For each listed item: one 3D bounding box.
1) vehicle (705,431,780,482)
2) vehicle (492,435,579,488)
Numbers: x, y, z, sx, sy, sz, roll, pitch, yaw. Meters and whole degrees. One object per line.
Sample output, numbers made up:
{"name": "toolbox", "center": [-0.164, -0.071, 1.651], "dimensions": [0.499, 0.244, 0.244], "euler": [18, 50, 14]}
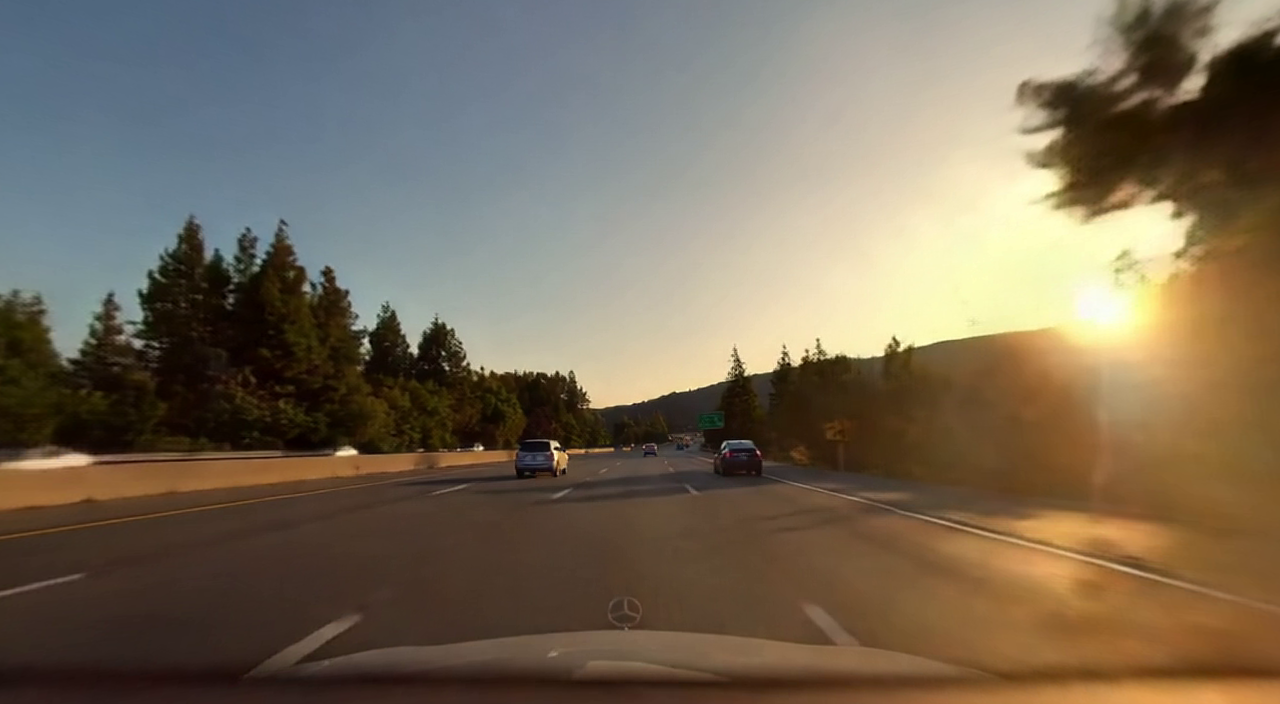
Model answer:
{"name": "vehicle", "center": [3.899, 4.075, 24.786], "dimensions": [2.149, 1.796, 4.487], "euler": [0, -8, -1]}
{"name": "vehicle", "center": [-3.436, 3.709, 21.562], "dimensions": [2.166, 1.608, 4.297], "euler": [-1, -8, 2]}
